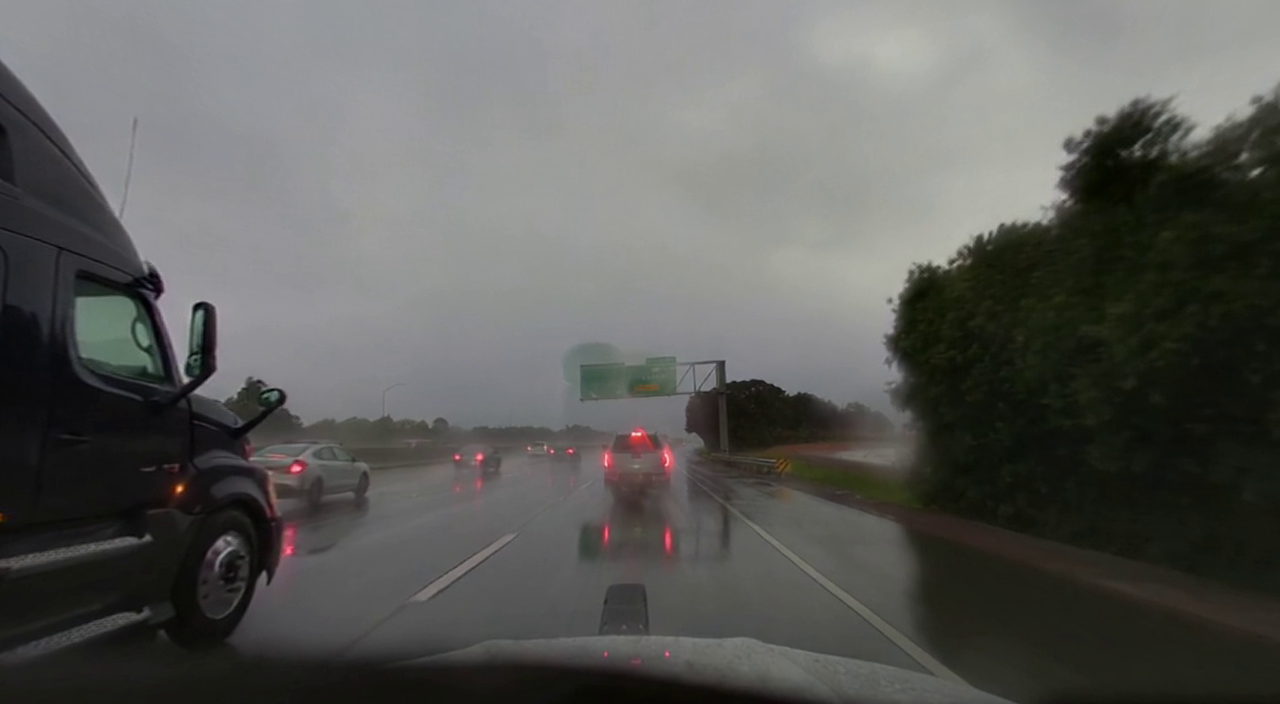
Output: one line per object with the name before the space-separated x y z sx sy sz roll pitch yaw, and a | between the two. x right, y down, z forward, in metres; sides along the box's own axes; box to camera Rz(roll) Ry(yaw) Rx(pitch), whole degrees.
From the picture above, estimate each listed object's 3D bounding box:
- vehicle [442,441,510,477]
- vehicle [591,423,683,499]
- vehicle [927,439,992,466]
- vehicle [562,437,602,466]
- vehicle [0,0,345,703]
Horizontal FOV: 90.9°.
vehicle | -7.268 4.777 28.410 1.869 1.466 4.217 0 -9 1
vehicle | -0.068 2.870 16.922 2.152 1.779 3.924 0 -9 0
vehicle | 18.913 5.953 37.523 1.918 1.472 4.782 -1 -9 8
vehicle | -3.447 6.008 38.050 1.952 1.649 4.131 0 -9 1
vehicle | -3.936 -0.556 0.378 2.990 3.885 8.540 0 -9 2
